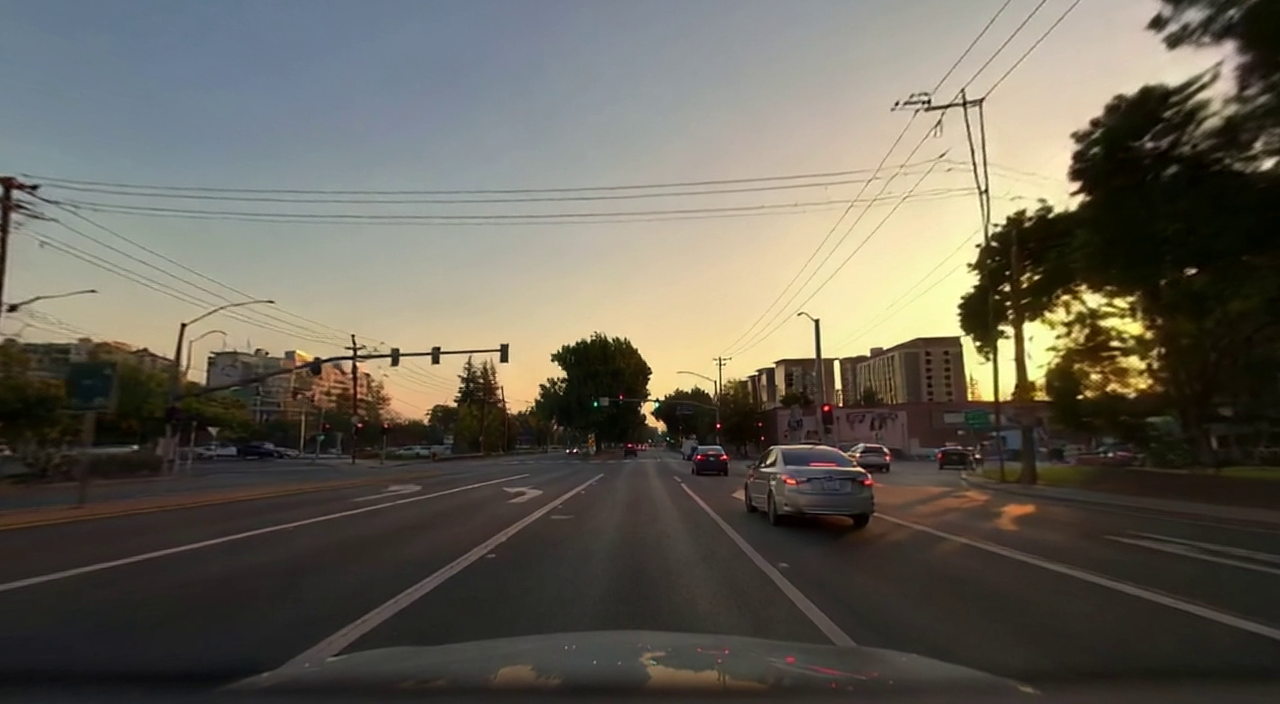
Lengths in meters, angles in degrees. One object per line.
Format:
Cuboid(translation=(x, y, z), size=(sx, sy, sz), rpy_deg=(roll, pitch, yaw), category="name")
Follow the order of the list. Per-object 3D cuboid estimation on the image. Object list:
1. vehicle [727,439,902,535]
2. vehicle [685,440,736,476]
Cuboid(translation=(3.004, 2.407, 11.988), size=(2.004, 1.455, 4.417), rpy_deg=(0, -8, -1), category="vehicle")
Cuboid(translation=(3.489, 5.370, 32.226), size=(2.128, 1.699, 4.222), rpy_deg=(0, -8, 0), category="vehicle")
